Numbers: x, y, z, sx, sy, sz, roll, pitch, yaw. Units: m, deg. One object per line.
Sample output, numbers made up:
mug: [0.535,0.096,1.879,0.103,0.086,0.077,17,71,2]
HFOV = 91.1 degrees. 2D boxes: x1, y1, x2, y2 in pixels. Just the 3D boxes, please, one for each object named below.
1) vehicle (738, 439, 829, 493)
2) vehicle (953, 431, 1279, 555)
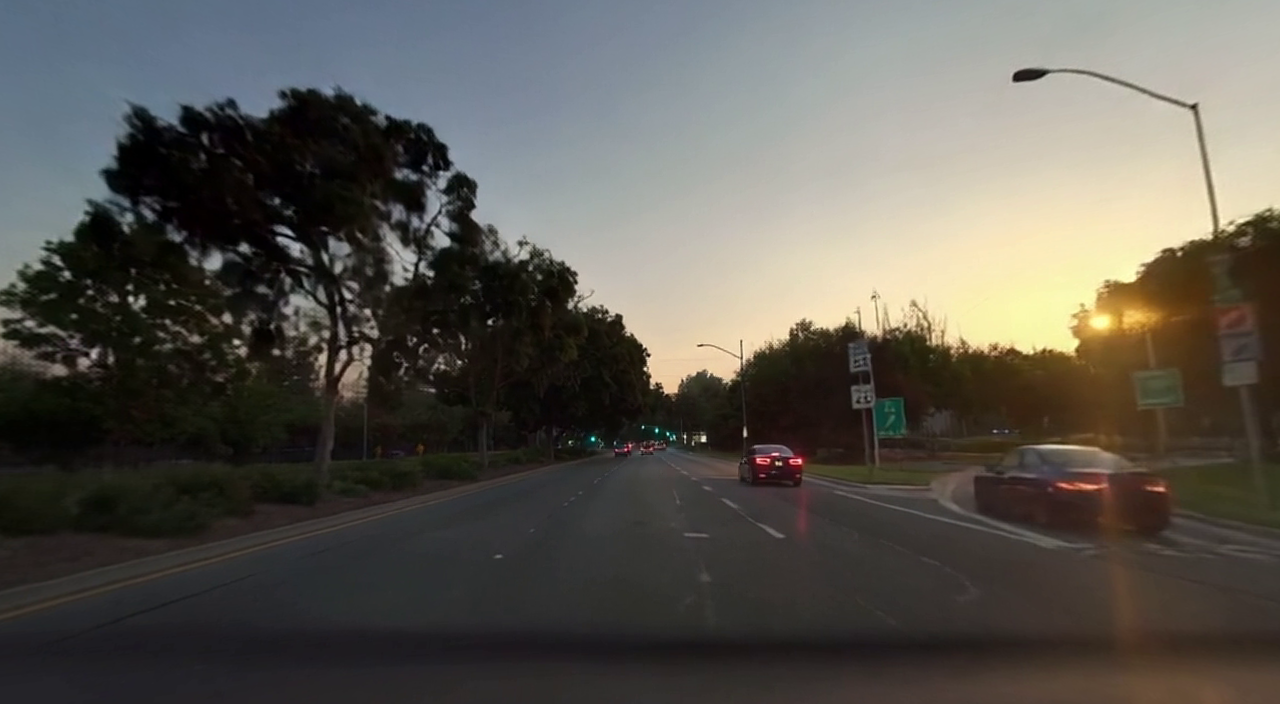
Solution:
vehicle: [4.484,3.626,20.357,1.913,1.516,4.322,0,-9,0]
vehicle: [7.664,2.277,11.041,2.063,1.625,5.102,-1,-9,5]
